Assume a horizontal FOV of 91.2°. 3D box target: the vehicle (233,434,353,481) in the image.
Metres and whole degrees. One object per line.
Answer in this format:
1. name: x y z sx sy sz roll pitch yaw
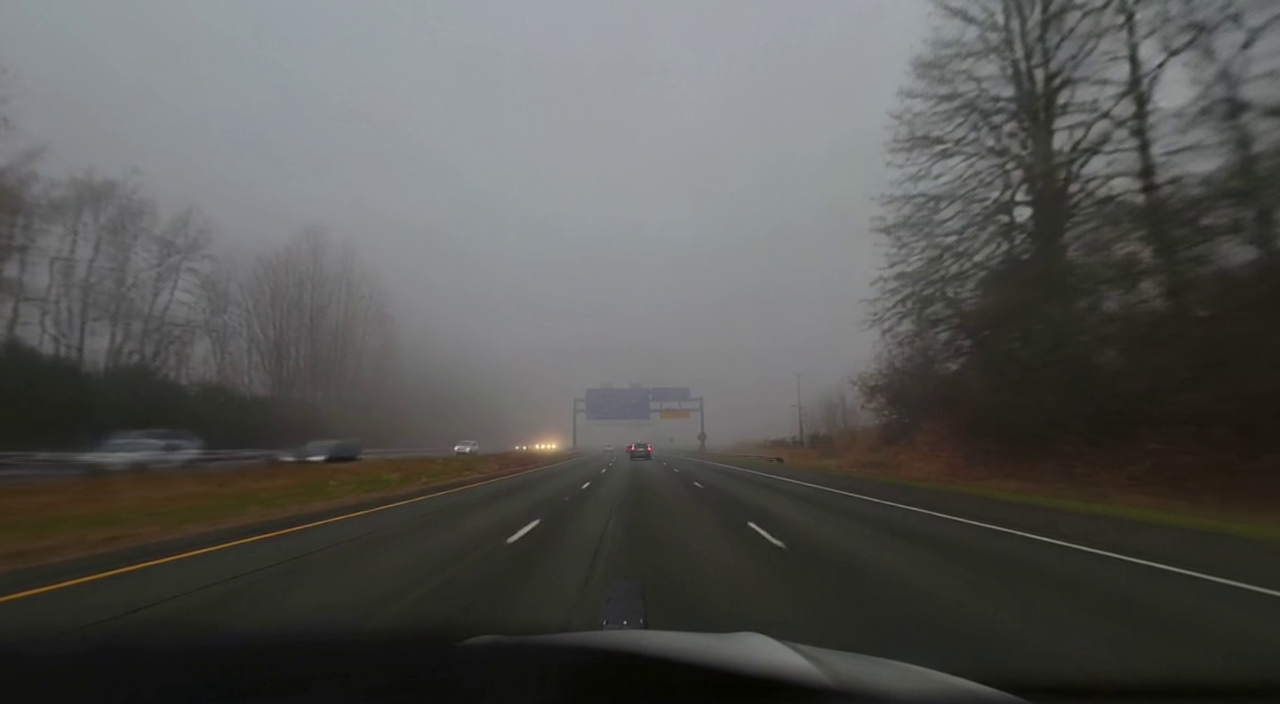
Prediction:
1. vehicle: -13.056 3.989 23.977 2.016 1.578 4.479 0 -8 0

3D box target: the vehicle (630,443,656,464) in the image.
1. vehicle: 0.220 7.424 45.994 1.859 1.478 3.799 0 -8 0

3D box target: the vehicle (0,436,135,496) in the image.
1. vehicle: -17.123 3.155 17.646 1.927 1.509 4.717 0 -8 0
